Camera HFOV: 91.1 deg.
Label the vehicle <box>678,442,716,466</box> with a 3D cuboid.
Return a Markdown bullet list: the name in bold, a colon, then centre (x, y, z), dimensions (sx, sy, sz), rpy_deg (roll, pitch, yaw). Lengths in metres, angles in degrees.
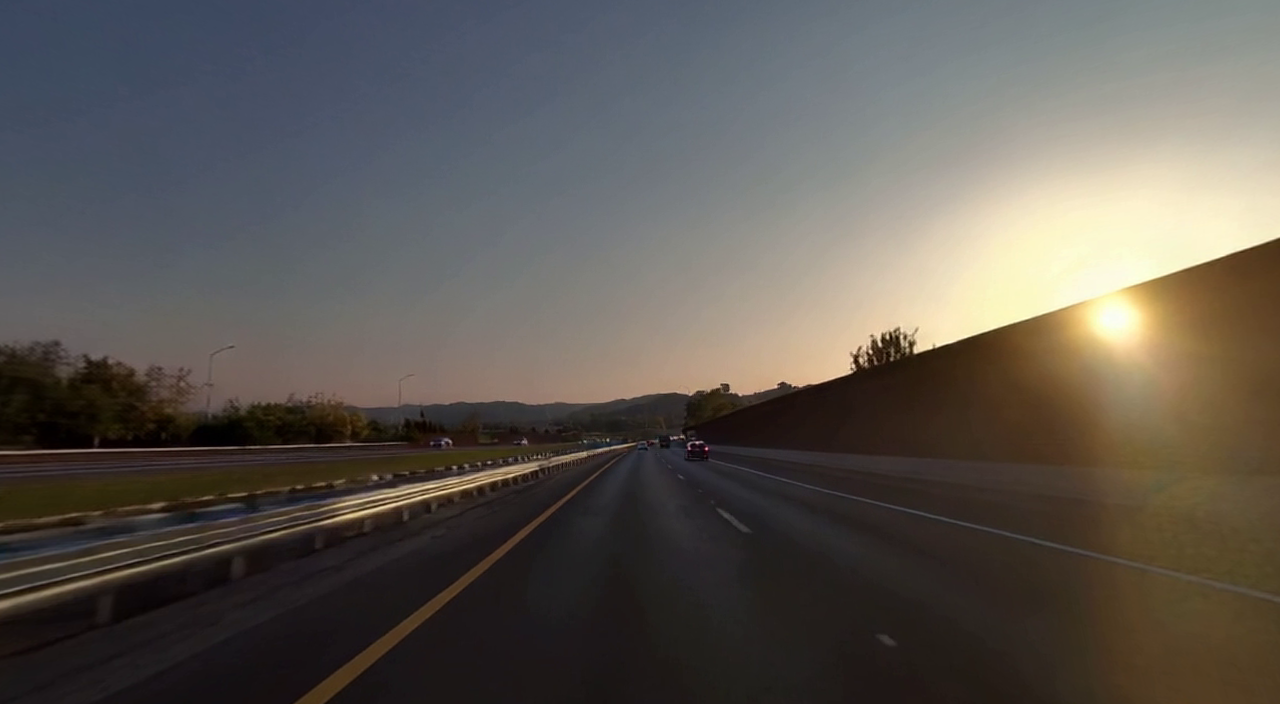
- **vehicle**: centre (3.806, 6.875, 42.584), dimensions (2.044, 1.527, 4.658), rpy_deg (0, -8, -1)
